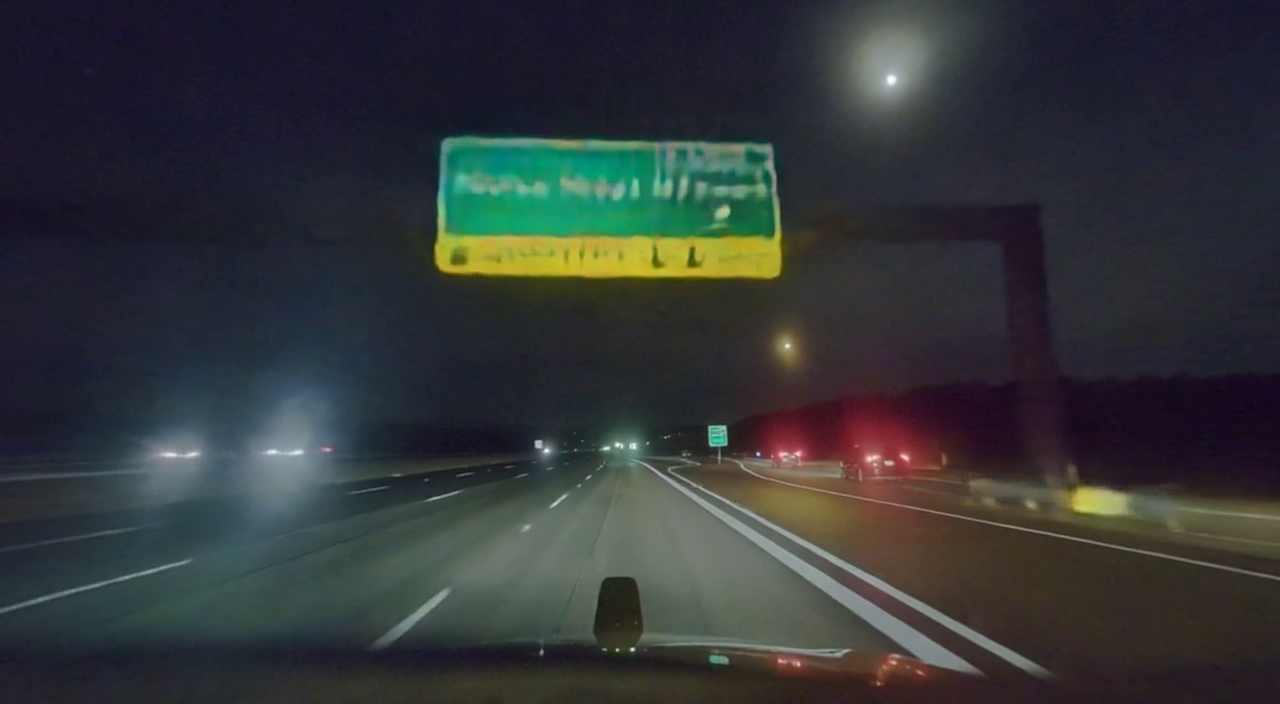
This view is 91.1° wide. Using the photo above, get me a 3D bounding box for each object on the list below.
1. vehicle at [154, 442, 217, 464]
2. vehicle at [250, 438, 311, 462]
[{"bbox_3d":[-32.455,7.255,45.039,1.732,1.467,3.833,0,-9,-2],"label":"vehicle"},{"bbox_3d":[-25.191,6.908,44.226,1.897,1.588,4.218,0,-9,-2],"label":"vehicle"}]
